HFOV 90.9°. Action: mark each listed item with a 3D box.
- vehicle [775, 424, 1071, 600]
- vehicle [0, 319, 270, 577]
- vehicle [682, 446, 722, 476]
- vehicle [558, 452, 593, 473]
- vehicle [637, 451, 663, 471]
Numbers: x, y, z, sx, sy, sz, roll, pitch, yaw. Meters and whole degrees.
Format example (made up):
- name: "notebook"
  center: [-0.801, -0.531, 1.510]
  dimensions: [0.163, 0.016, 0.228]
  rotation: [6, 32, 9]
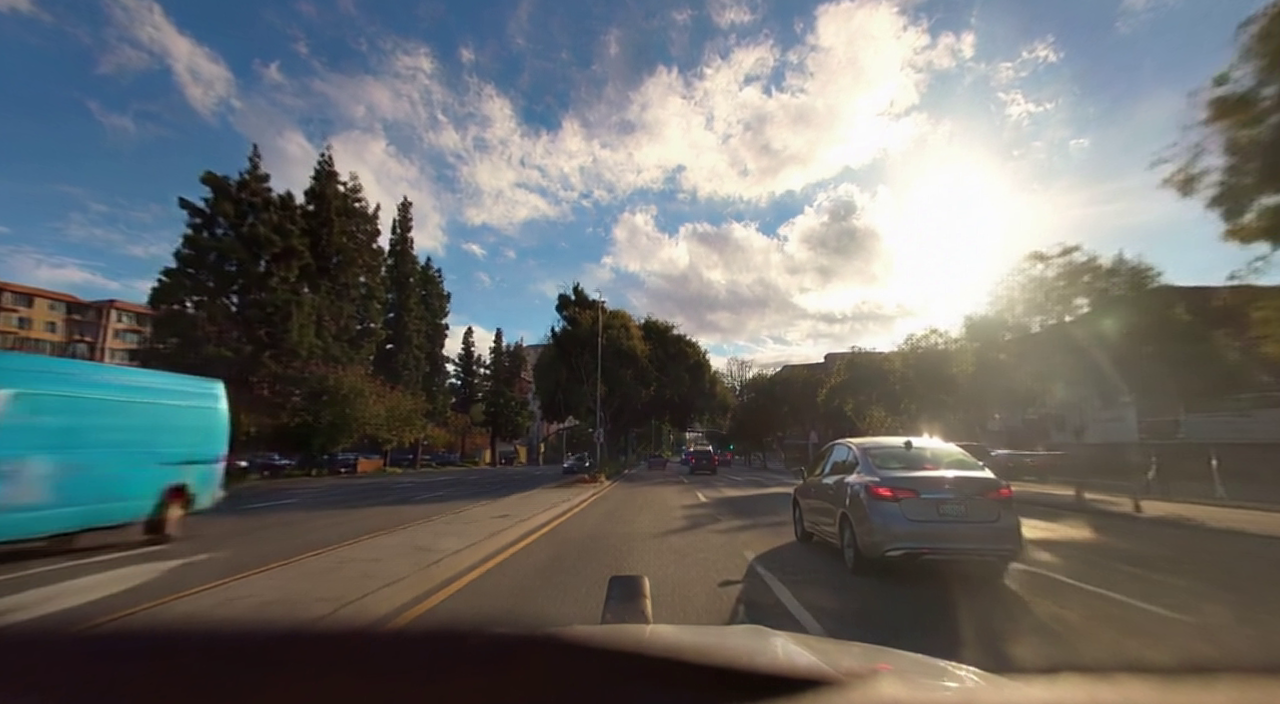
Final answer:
- name: "vehicle"
  center: [3.106, 1.822, 8.001]
  dimensions: [1.901, 1.634, 3.952]
  rotation: [0, -9, 0]
- name: "vehicle"
  center: [-8.497, 1.291, 8.606]
  dimensions: [2.524, 2.885, 6.868]
  rotation: [1, -9, 1]
- name: "vehicle"
  center: [4.042, 7.175, 41.789]
  dimensions: [2.154, 1.844, 4.634]
  rotation: [0, -9, 0]
- name: "vehicle"
  center: [-4.753, 8.201, 46.979]
  dimensions: [1.953, 1.462, 4.297]
  rotation: [0, -9, 3]
- name: "vehicle"
  center: [0.813, 8.568, 49.847]
  dimensions: [1.991, 1.477, 3.814]
  rotation: [0, -9, 1]
